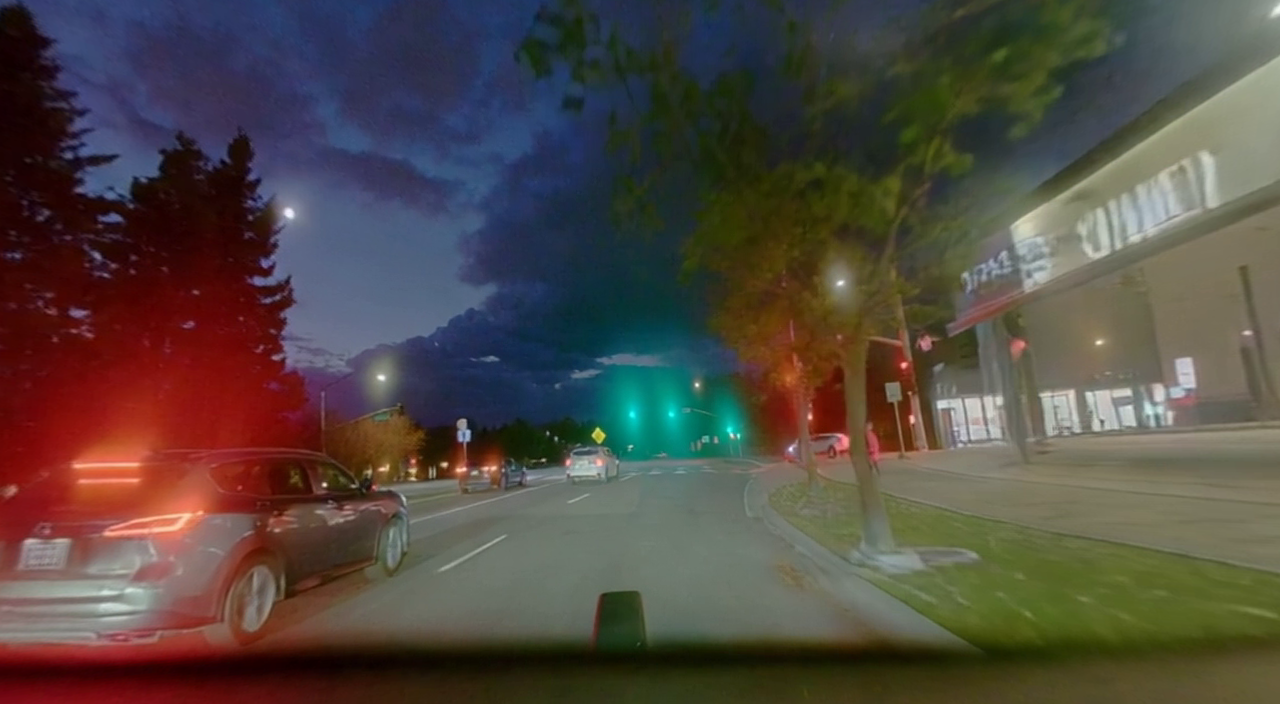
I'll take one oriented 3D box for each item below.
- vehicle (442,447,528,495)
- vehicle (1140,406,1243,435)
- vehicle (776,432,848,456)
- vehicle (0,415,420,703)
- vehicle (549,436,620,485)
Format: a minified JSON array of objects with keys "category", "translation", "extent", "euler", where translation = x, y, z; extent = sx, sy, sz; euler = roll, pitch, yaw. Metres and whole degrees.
[{"category":"vehicle","translation":[-6.452,4.976,26.871],"extent":[2.160,1.779,4.549],"euler":[-3,-9,5]},{"category":"vehicle","translation":[36.352,4.602,41.831],"extent":[4.852,1.680,1.997],"euler":[-6,-11,36]},{"category":"vehicle","translation":[13.242,7.162,48.836],"extent":[4.916,1.746,2.077],"euler":[-7,-11,36]},{"category":"vehicle","translation":[-3.808,1.528,5.735],"extent":[2.002,1.664,4.113],"euler":[-2,-8,3]},{"category":"vehicle","translation":[-2.277,4.641,27.074],"extent":[2.167,1.832,4.679],"euler":[-2,-10,6]}]
